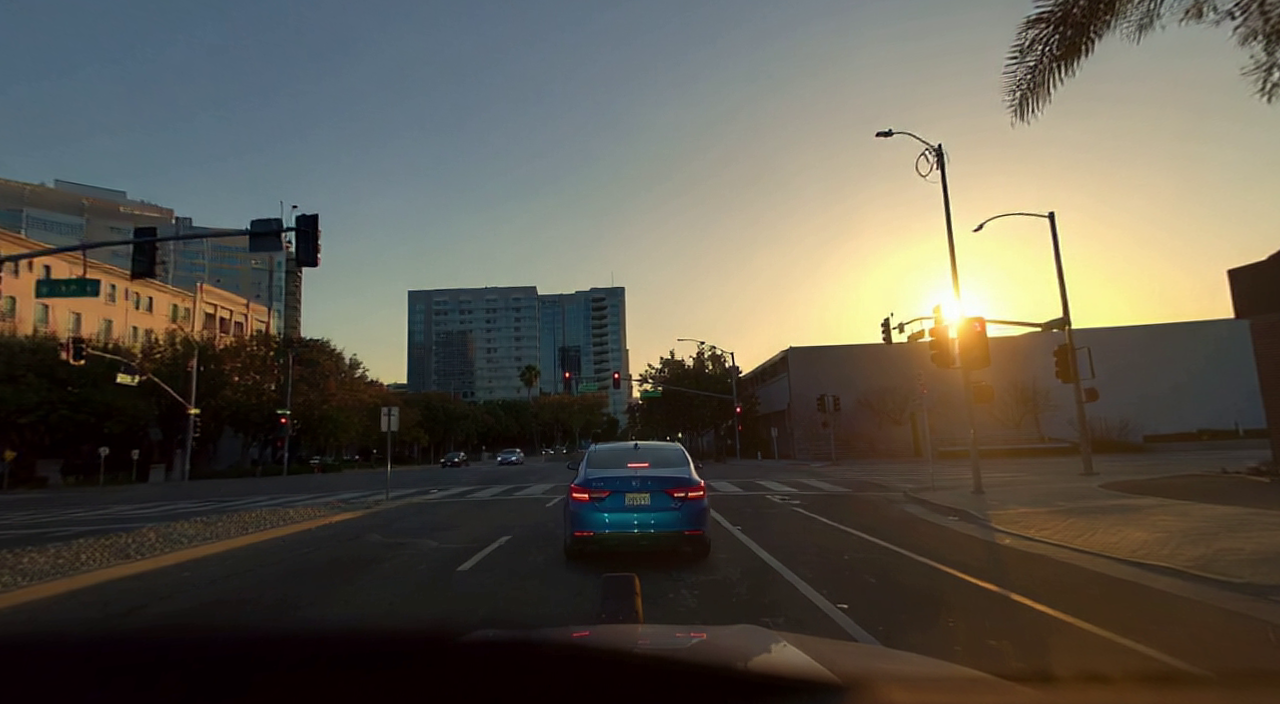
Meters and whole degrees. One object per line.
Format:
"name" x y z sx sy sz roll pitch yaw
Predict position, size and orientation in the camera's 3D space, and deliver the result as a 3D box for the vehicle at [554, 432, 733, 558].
"vehicle" 0.007 1.995 9.514 2.107 1.470 3.974 0 -9 -1
